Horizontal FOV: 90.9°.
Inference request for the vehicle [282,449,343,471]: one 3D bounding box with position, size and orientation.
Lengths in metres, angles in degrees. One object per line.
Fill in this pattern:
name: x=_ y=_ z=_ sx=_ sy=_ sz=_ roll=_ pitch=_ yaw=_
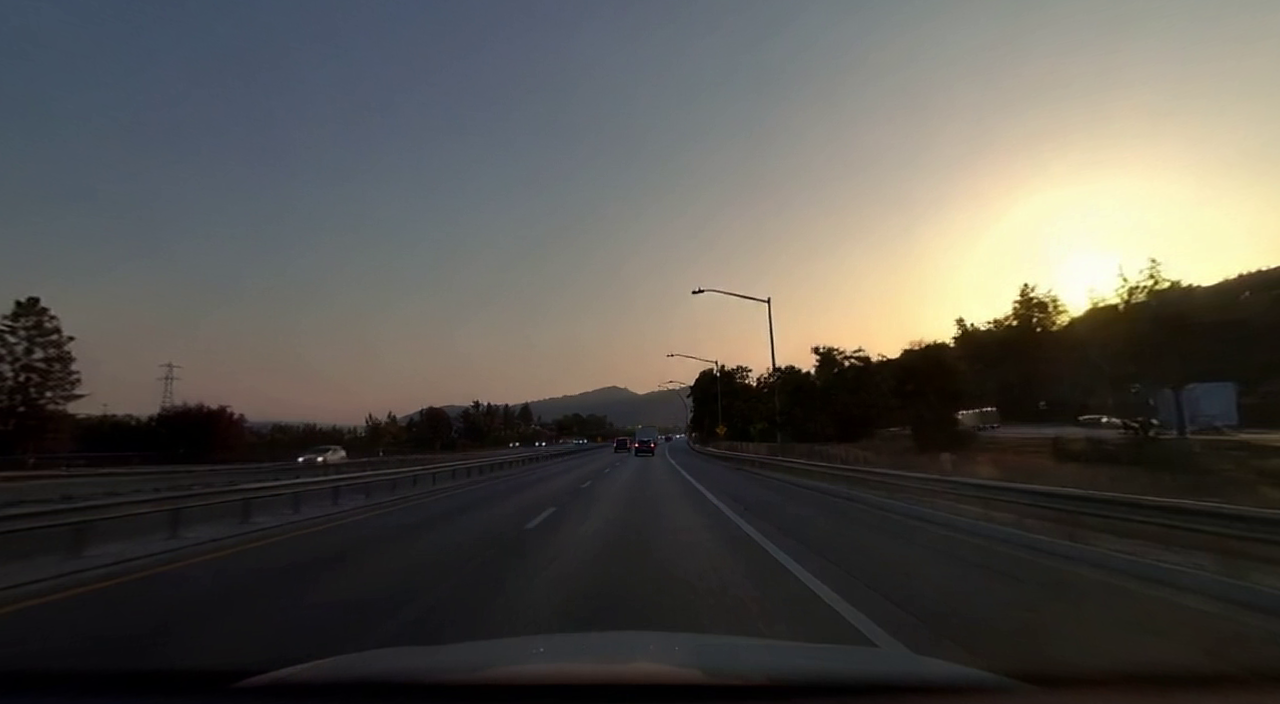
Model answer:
vehicle: x=-23.886 y=7.866 z=46.171 sx=1.904 sy=1.474 sz=4.575 roll=-1 pitch=-9 yaw=1
